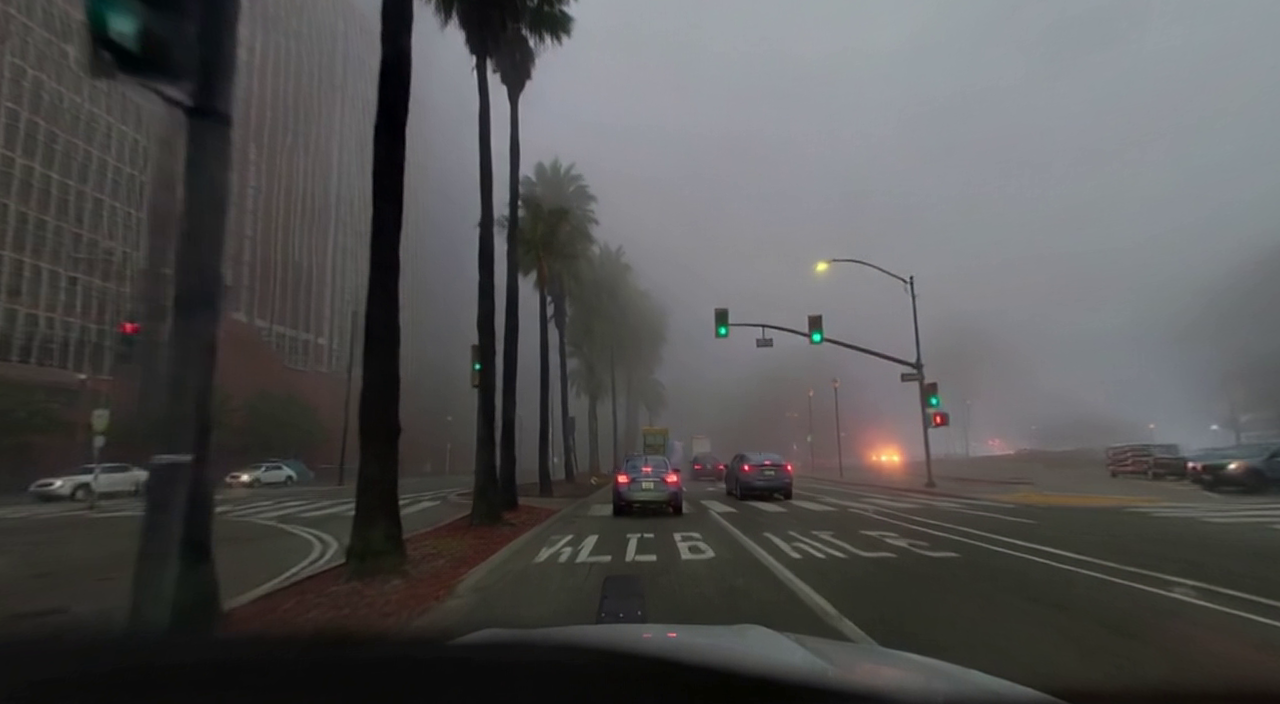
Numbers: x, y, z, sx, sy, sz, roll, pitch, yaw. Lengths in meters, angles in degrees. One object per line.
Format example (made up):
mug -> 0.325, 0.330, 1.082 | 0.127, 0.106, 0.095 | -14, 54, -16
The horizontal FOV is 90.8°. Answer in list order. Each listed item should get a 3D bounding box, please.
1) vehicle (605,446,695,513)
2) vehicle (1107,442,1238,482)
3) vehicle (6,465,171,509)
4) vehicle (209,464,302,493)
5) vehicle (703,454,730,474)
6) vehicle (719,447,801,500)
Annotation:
vehicle -> 0.276, 3.218, 16.302 | 2.048, 1.503, 3.681 | -1, -9, 1
vehicle -> 21.541, 4.488, 25.866 | 1.852, 1.455, 4.673 | -2, -9, 9
vehicle -> -21.580, 5.265, 25.048 | 1.844, 1.478, 4.618 | -2, -10, 13
vehicle -> -22.100, 7.268, 36.531 | 1.809, 1.472, 4.601 | -3, -10, 13
vehicle -> 6.048, 8.788, 49.560 | 2.013, 1.465, 3.800 | -2, -9, 8
vehicle -> 3.690, 3.807, 20.069 | 1.909, 1.500, 3.524 | 0, -9, 0
